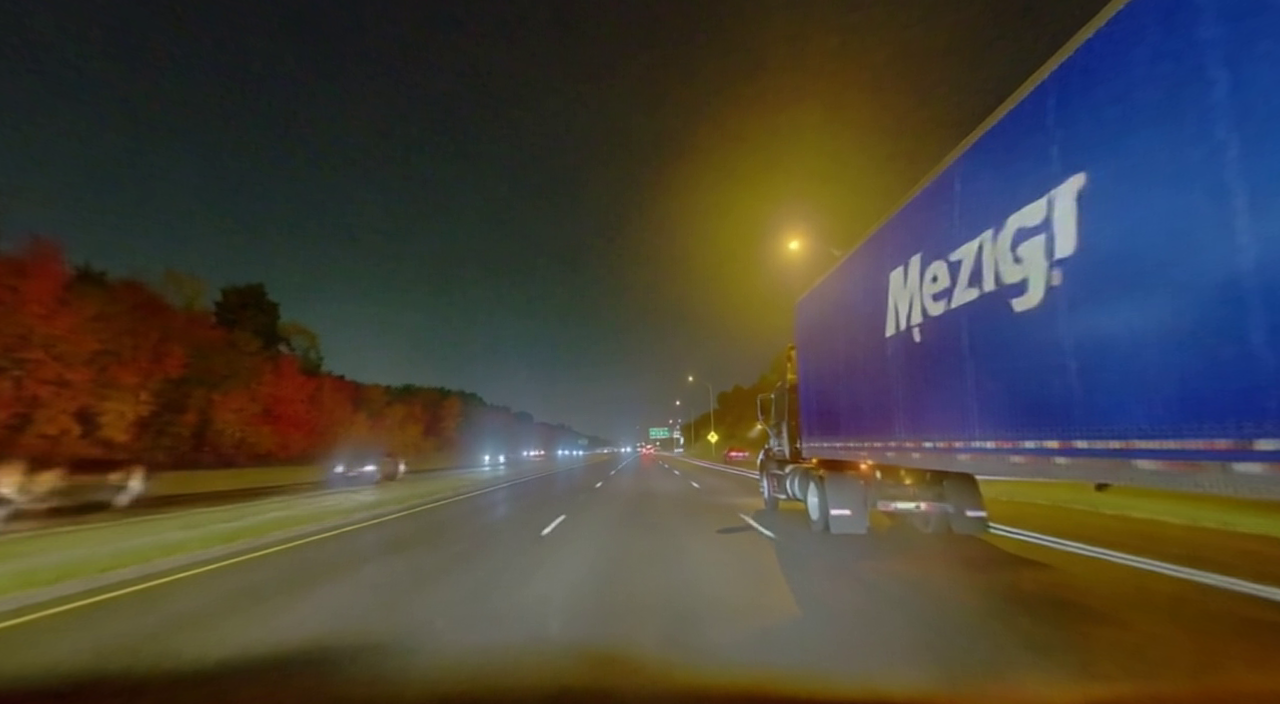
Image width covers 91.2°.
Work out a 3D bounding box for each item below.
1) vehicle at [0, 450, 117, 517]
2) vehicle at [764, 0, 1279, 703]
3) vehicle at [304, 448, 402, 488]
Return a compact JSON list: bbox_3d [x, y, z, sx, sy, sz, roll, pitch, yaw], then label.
[{"bbox_3d":[-15.430,3.116,15.036,1.881,1.512,4.433,0,-9,0],"label":"vehicle"},{"bbox_3d":[4.143,0.051,4.514,3.003,3.880,16.814,0,-9,0],"label":"vehicle"},{"bbox_3d":[-11.857,4.814,26.293,1.914,1.511,4.556,0,-9,0],"label":"vehicle"}]
